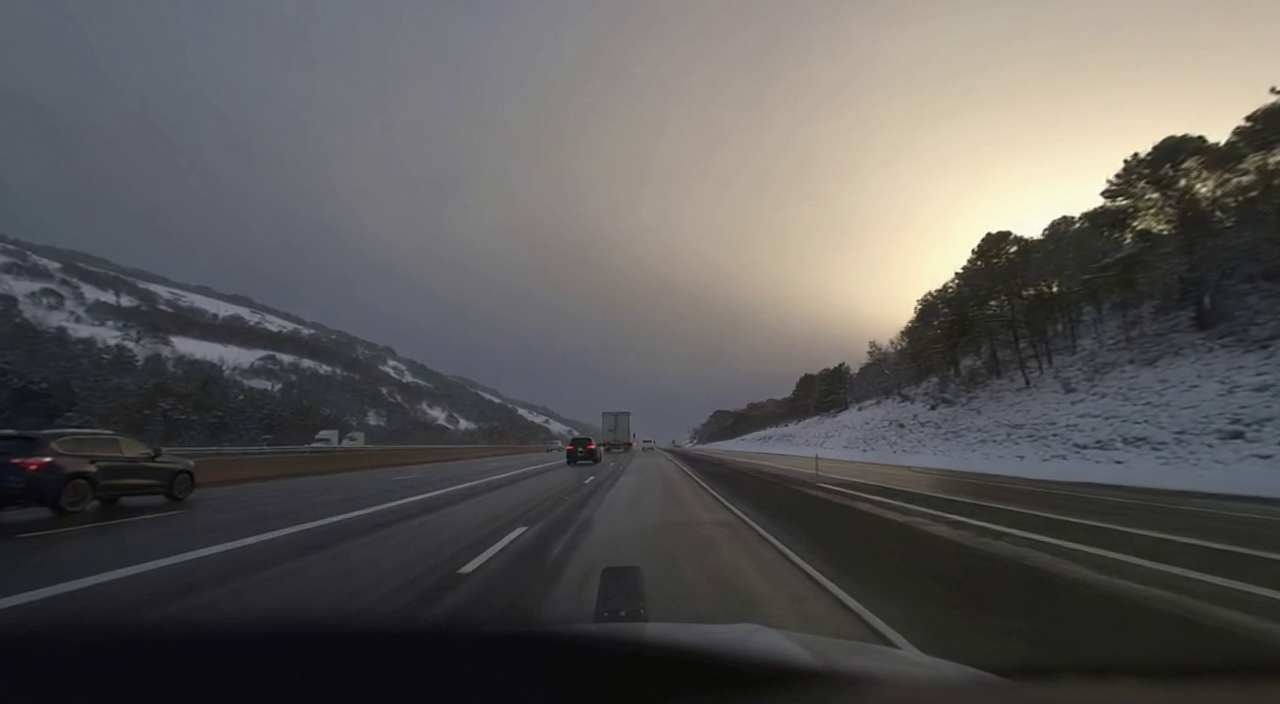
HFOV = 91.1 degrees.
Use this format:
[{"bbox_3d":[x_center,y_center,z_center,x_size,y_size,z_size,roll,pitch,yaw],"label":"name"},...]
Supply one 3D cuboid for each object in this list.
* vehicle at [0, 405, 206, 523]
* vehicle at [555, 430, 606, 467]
[{"bbox_3d":[-11.005,1.993,11.500,2.130,1.828,5.523,0,-8,0],"label":"vehicle"},{"bbox_3d":[-2.913,4.824,31.477,2.099,1.734,4.413,0,-8,0],"label":"vehicle"}]
